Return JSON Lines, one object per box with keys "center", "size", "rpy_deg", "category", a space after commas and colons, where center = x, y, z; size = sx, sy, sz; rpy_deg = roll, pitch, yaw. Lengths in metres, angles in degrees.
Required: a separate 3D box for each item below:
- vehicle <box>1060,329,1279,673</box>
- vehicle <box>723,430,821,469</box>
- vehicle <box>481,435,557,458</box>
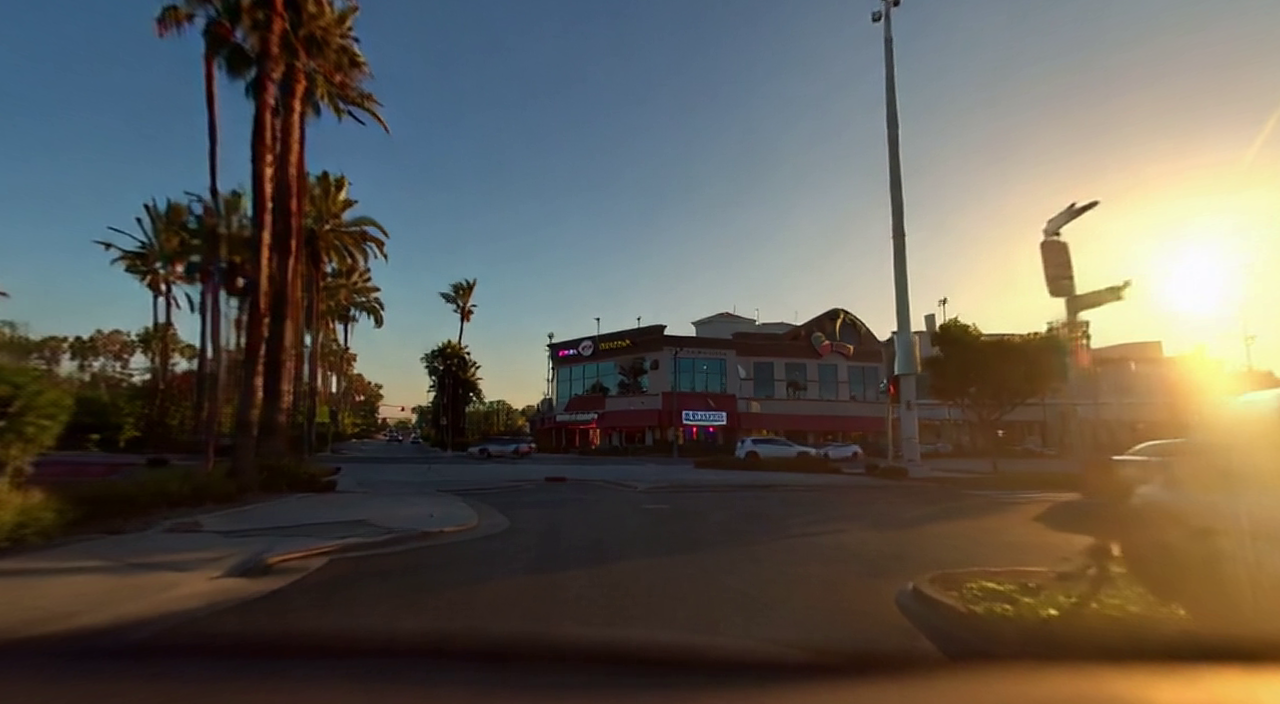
{"center": [5.837, 0.944, 4.261], "size": [4.656, 1.886, 1.915], "rpy_deg": [1, -8, -4], "category": "vehicle"}
{"center": [6.315, 4.723, 30.627], "size": [4.211, 1.756, 2.158], "rpy_deg": [1, -8, -2], "category": "vehicle"}
{"center": [-8.175, 6.455, 43.116], "size": [4.850, 1.472, 1.777], "rpy_deg": [1, -8, -3], "category": "vehicle"}
